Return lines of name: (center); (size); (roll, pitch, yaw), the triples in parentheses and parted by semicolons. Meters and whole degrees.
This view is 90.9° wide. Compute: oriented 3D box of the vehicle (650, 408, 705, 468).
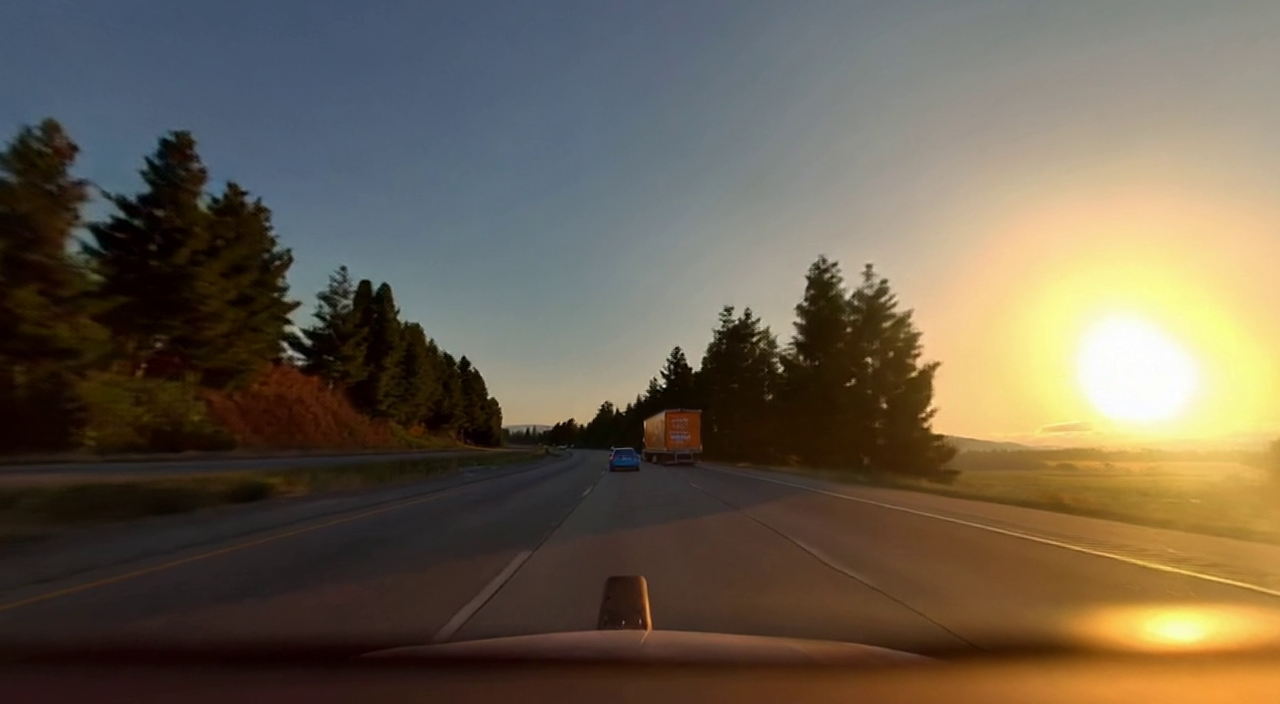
vehicle: (2.618, 6.931, 49.696); (2.951, 4.012, 14.203); (1, -9, -2)

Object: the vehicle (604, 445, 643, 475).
vehicle: (-0.843, 5.599, 32.850); (1.913, 1.460, 3.610); (0, -9, -2)
